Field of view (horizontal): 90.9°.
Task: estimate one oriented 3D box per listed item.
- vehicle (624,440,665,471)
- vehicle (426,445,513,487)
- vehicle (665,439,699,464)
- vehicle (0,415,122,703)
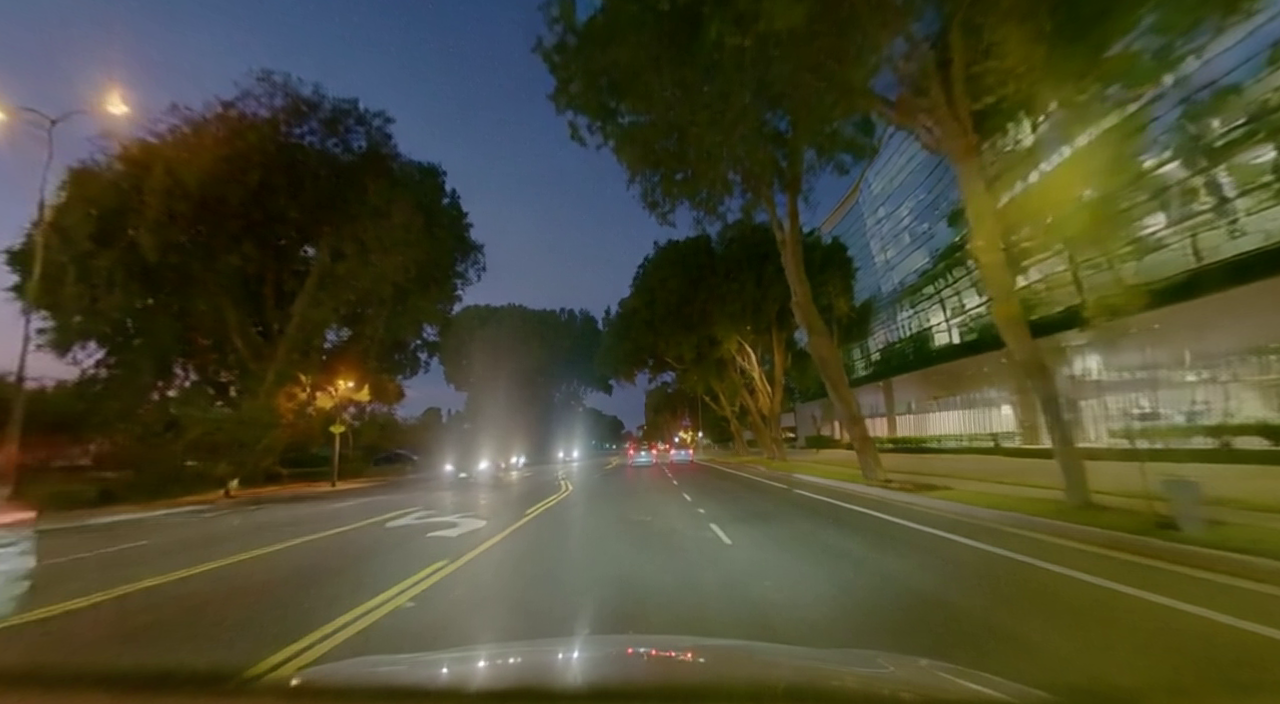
[{"bbox_3d":[0.220,5.717,35.112,2.109,1.612,3.963,0,-8,0],"label":"vehicle"},{"bbox_3d":[-6.616,4.477,25.111,2.081,1.477,4.760,0,-8,1],"label":"vehicle"},{"bbox_3d":[3.154,7.566,48.169,2.189,1.766,4.495,0,-8,-1],"label":"vehicle"},{"bbox_3d":[-4.049,0.809,1.342,2.014,1.487,4.591,0,-8,-1],"label":"vehicle"}]
